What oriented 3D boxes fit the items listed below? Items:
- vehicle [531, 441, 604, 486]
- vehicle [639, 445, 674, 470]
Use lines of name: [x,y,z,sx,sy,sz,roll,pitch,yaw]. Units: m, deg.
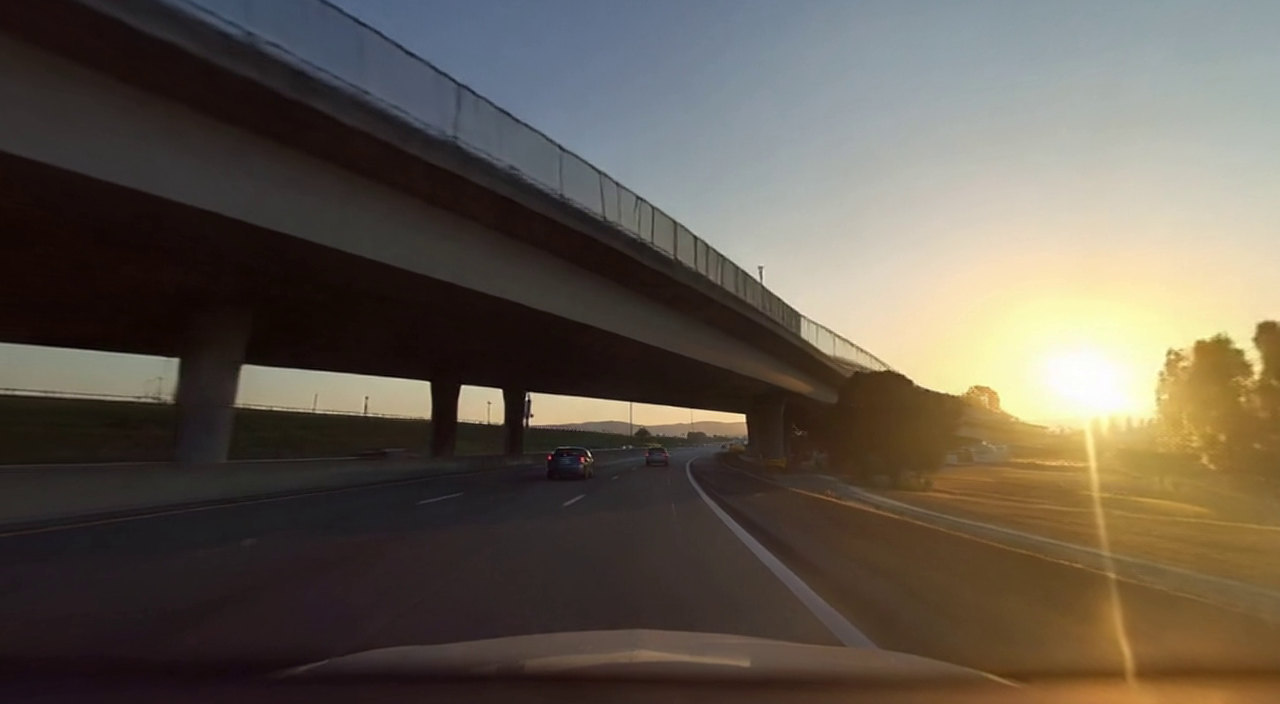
vehicle: [-2.708,4.308,24.576,2.129,1.563,4.387,-1,-9,2]
vehicle: [1.107,6.799,40.720,2.129,1.502,4.321,-1,-9,2]
